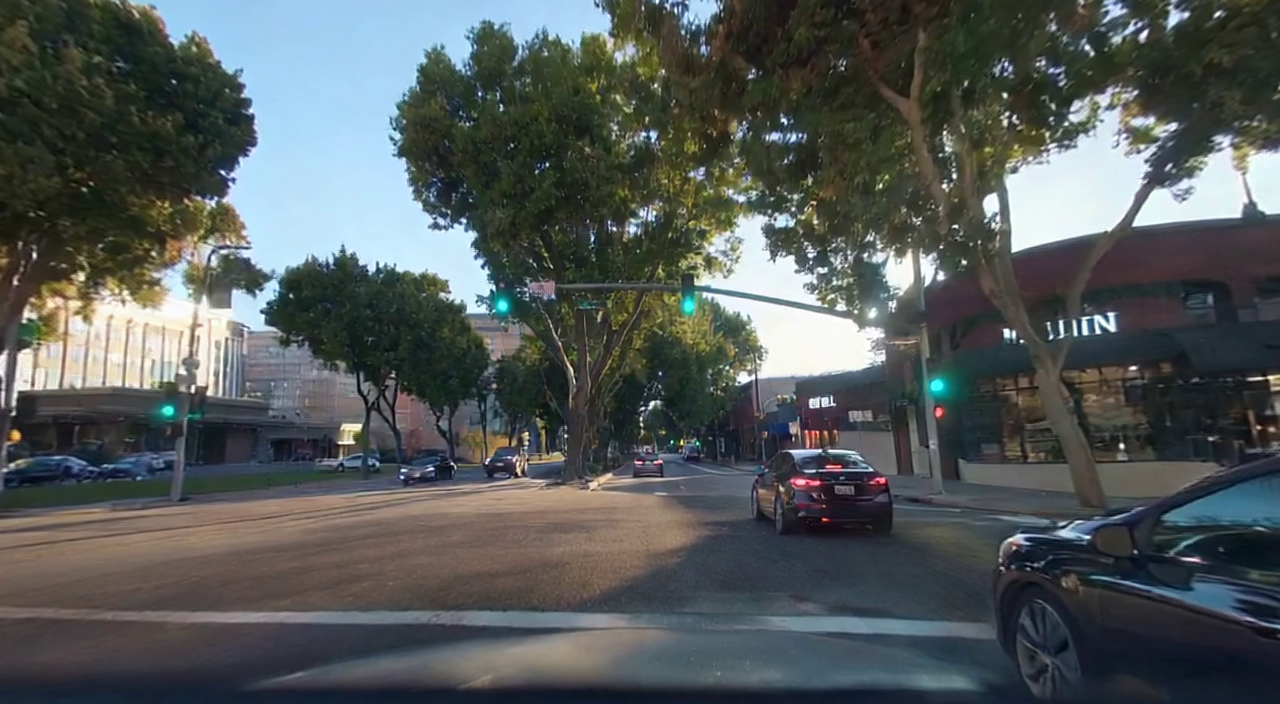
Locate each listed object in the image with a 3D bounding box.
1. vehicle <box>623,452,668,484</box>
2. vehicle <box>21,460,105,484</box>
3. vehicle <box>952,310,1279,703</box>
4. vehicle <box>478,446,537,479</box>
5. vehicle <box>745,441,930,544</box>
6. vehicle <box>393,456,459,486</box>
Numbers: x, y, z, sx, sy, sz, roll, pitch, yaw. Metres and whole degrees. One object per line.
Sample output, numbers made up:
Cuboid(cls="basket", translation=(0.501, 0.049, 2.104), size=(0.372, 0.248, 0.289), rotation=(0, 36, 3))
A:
Cuboid(cls="vehicle", translation=(0.239, 5.376, 29.463), size=(1.945, 1.343, 3.827), rotation=(0, -8, 0))
Cuboid(cls="vehicle", translation=(-44.392, 9.238, 48.567), size=(4.430, 1.765, 2.075), rotation=(0, -8, 1))
Cuboid(cls="vehicle", translation=(3.099, 0.724, 1.810), size=(2.143, 1.759, 4.531), rotation=(0, -8, 1))
Cuboid(cls="vehicle", translation=(-8.179, 6.852, 39.557), size=(2.329, 1.921, 5.842), rotation=(0, -8, 1))
Cuboid(cls="vehicle", translation=(3.285, 2.398, 11.454), size=(1.989, 1.498, 4.050), rotation=(0, -8, -1))
Cuboid(cls="vehicle", translation=(-11.949, 6.642, 35.507), size=(2.022, 1.459, 4.670), rotation=(0, -8, 1))
